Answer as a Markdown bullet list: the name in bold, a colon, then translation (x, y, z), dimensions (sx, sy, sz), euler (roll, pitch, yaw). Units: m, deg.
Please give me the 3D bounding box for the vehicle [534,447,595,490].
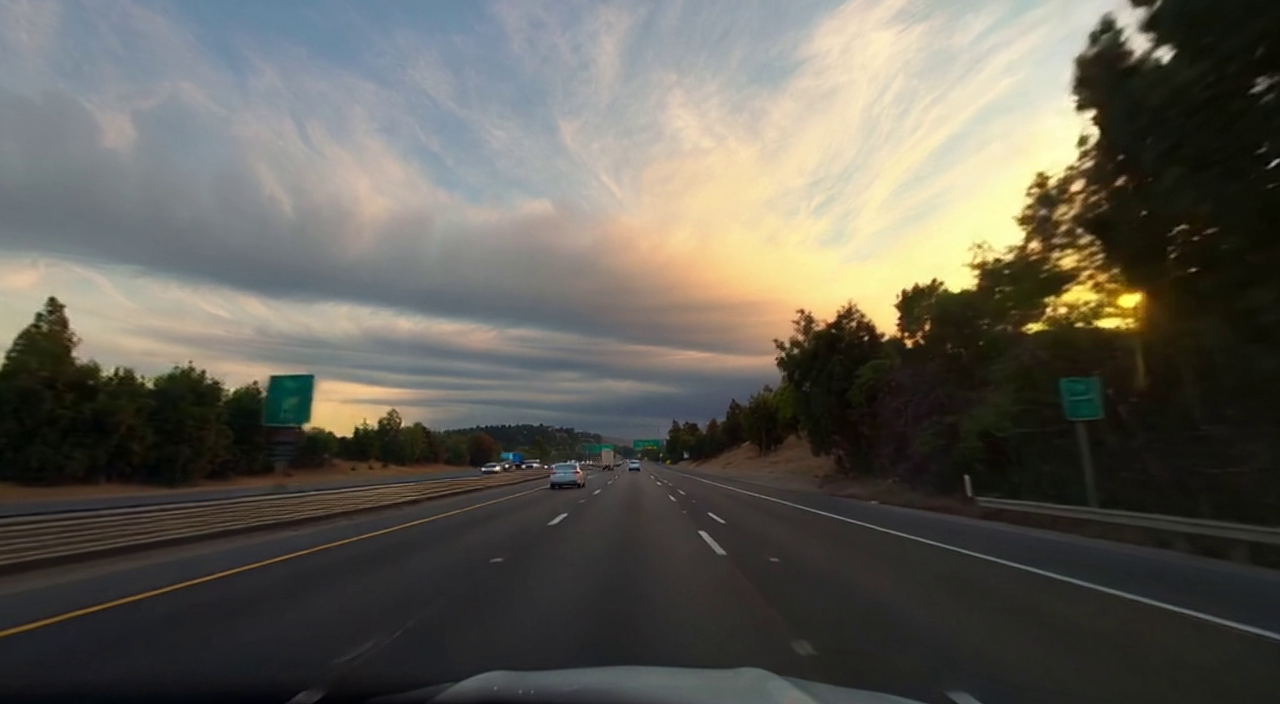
- **vehicle**: translation (-3.571, 5.695, 30.736), dimensions (2.390, 1.879, 4.423), euler (1, -10, 1)
